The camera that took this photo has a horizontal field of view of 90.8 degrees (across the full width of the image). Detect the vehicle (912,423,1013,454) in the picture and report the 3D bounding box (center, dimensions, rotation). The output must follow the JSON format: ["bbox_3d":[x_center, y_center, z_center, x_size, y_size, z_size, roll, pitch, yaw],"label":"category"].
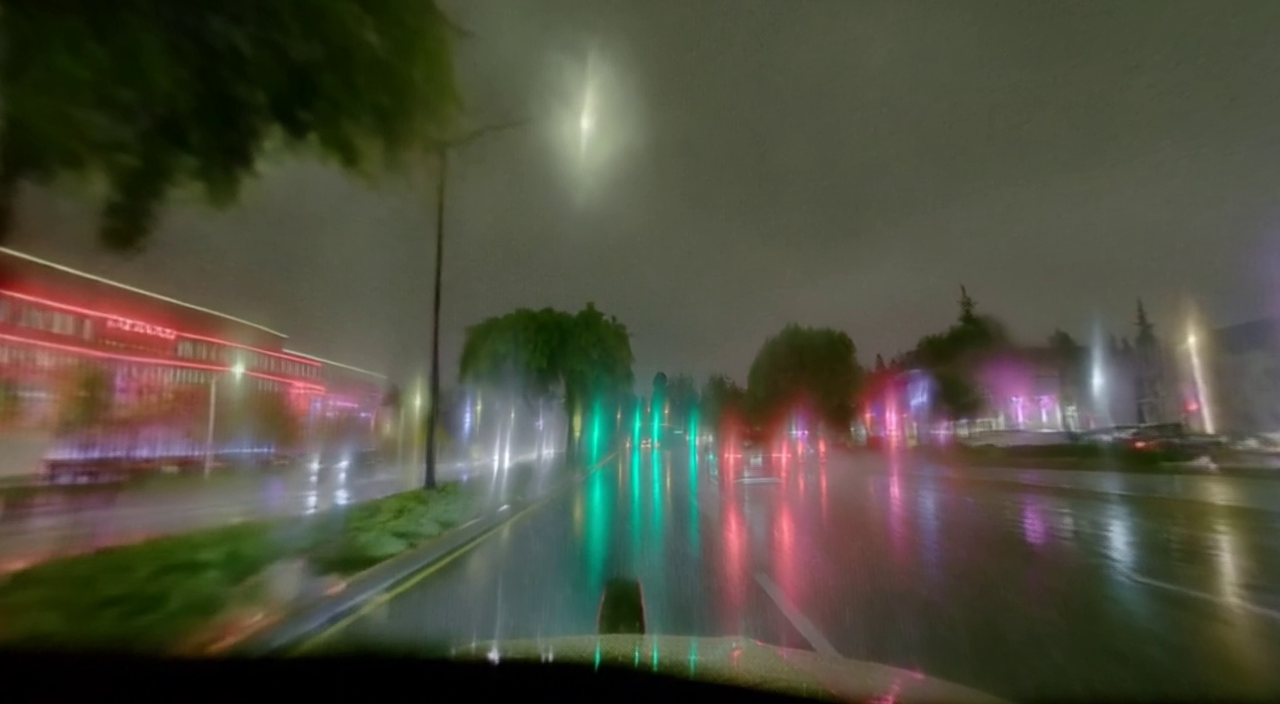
[{"bbox_3d":[19.679,5.333,38.746,4.975,1.786,2.223,-1,-8,4],"label":"vehicle"}]

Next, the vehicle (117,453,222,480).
[{"bbox_3d":[-29.851,7.272,40.213,4.941,1.444,2.122,-2,-8,-3],"label":"vehicle"}]

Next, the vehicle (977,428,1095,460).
[{"bbox_3d":[19.143,4.451,30.676,4.418,1.461,2.002,0,-8,-2],"label":"vehicle"}]

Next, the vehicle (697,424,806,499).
[{"bbox_3d":[2.714,2.800,16.464,1.963,1.677,4.229,0,-8,-1],"label":"vehicle"}]

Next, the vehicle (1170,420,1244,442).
[{"bbox_3d":[40.155,5.665,44.856,1.716,1.456,3.683,0,-8,-1],"label":"vehicle"}]

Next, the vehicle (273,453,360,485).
[{"bbox_3d":[-16.394,5.935,32.315,1.955,1.428,4.606,0,-8,0],"label":"vehicle"}]

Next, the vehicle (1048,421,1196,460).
[{"bbox_3d":[19.862,3.682,26.204,4.518,1.501,1.902,0,-8,0],"label":"vehicle"}]
